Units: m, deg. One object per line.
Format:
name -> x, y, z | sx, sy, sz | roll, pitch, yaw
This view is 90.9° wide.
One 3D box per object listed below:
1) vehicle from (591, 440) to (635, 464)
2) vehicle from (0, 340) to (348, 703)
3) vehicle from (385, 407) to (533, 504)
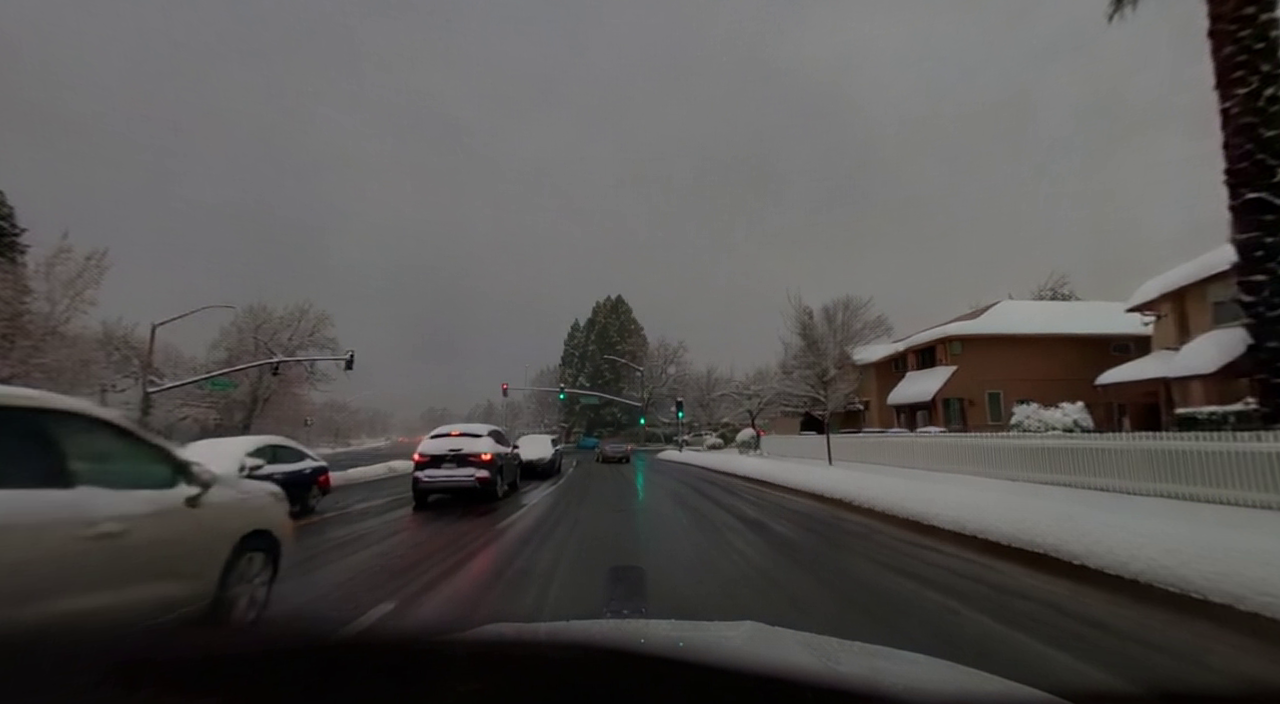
vehicle -> -1.561, 5.475, 34.830 | 2.131, 1.222, 3.868 | 0, -8, -7
vehicle -> -3.629, 0.851, 2.975 | 2.181, 1.636, 4.504 | -1, -8, 2
vehicle -> -4.021, 2.407, 15.073 | 2.144, 1.877, 4.899 | -1, -8, -1
